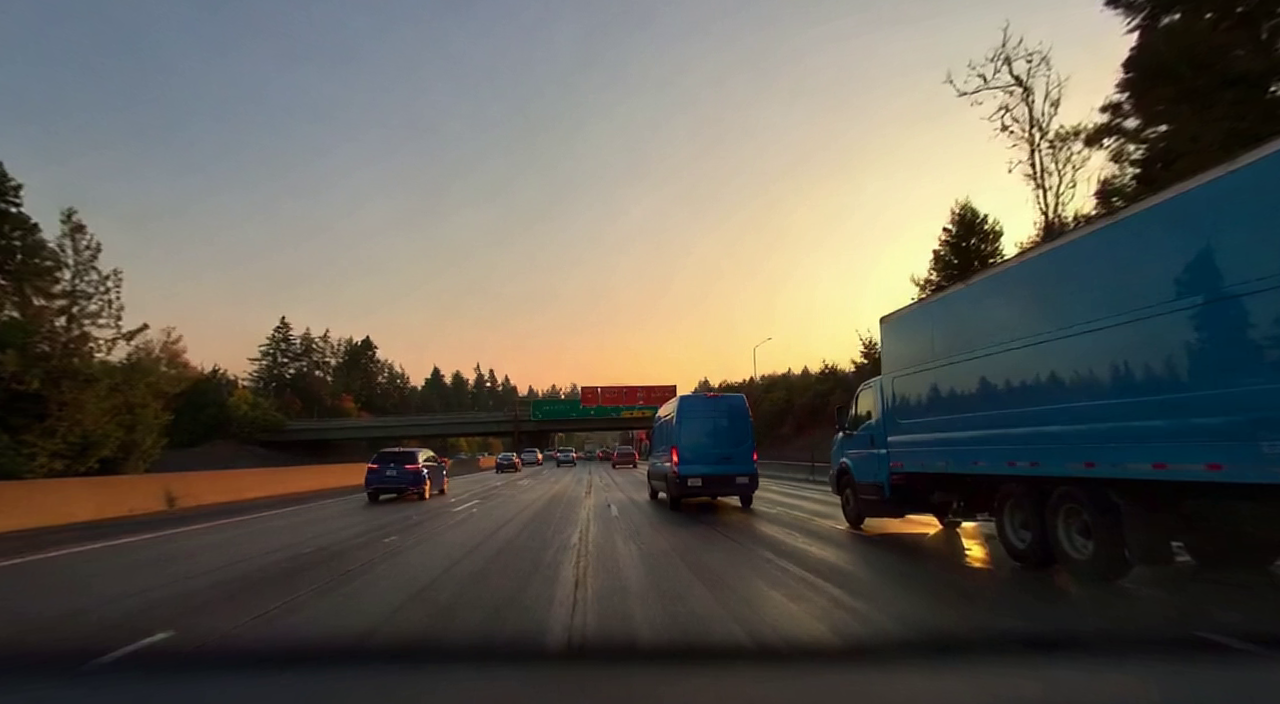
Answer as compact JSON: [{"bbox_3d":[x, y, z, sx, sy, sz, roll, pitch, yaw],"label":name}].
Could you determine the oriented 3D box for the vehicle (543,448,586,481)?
[{"bbox_3d":[-3.734,5.639,31.597,2.002,1.536,4.021,0,-9,-5],"label":"vehicle"}]

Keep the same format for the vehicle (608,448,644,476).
[{"bbox_3d":[-0.884,6.376,36.569,1.906,1.499,3.843,0,-9,-4],"label":"vehicle"}]

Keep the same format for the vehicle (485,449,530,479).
[{"bbox_3d":[-7.234,6.145,34.541,2.026,1.506,4.102,1,-9,-7],"label":"vehicle"}]

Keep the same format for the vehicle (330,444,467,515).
[{"bbox_3d":[-5.870,3.115,15.879,2.003,1.498,4.386,0,-9,-4],"label":"vehicle"}]

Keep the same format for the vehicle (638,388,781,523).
[{"bbox_3d":[1.326,2.371,14.634,2.268,2.551,5.144,0,-9,-6],"label":"vehicle"}]

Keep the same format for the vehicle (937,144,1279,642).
[{"bbox_3d":[5.981,0.243,4.233,2.800,3.507,9.244,0,-9,-4],"label":"vehicle"}]
